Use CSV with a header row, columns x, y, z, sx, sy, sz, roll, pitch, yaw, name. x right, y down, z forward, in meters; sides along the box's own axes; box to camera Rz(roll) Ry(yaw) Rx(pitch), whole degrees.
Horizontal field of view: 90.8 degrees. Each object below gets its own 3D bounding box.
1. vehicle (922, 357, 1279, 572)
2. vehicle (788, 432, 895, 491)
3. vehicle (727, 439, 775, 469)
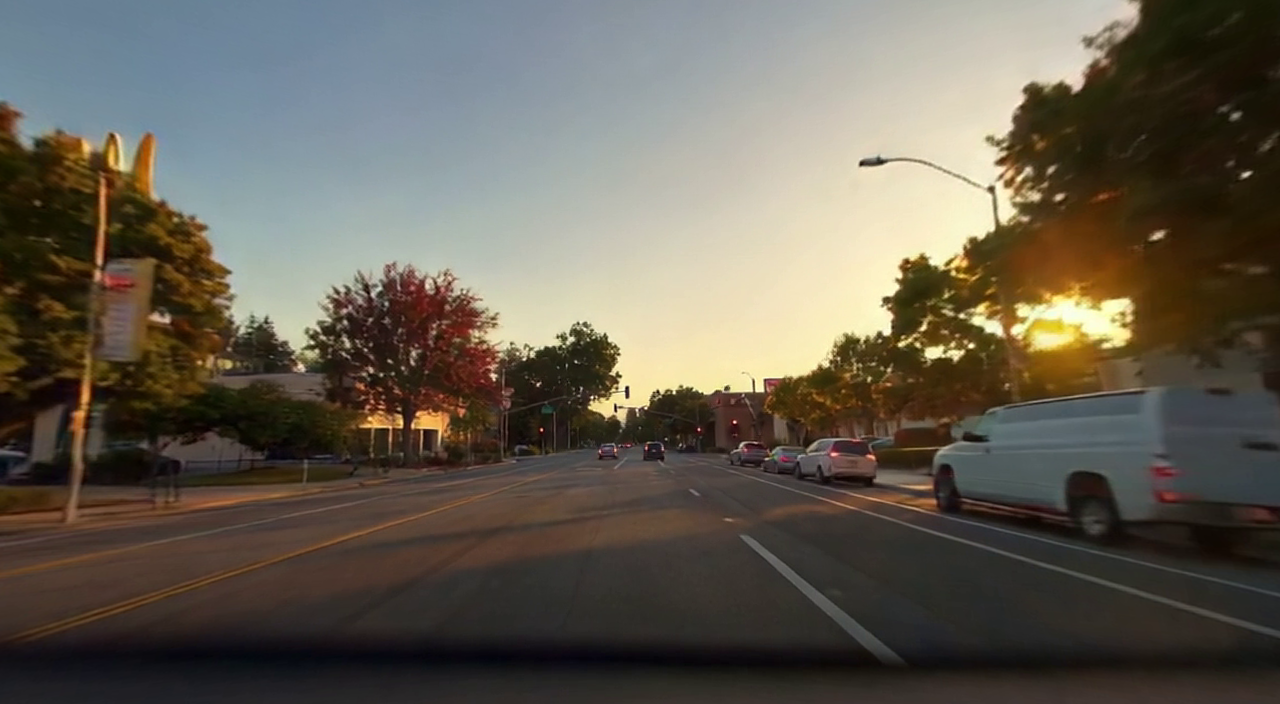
x,y,z,sx,sy,sz,roll,pitch,yaw,name
7.173,1.701,10.217,2.323,2.433,5.901,0,-8,-1,vehicle
7.082,3.902,22.841,2.088,1.848,4.936,-1,-9,-2,vehicle
7.078,6.572,40.864,2.132,1.793,5.003,0,-8,-1,vehicle
